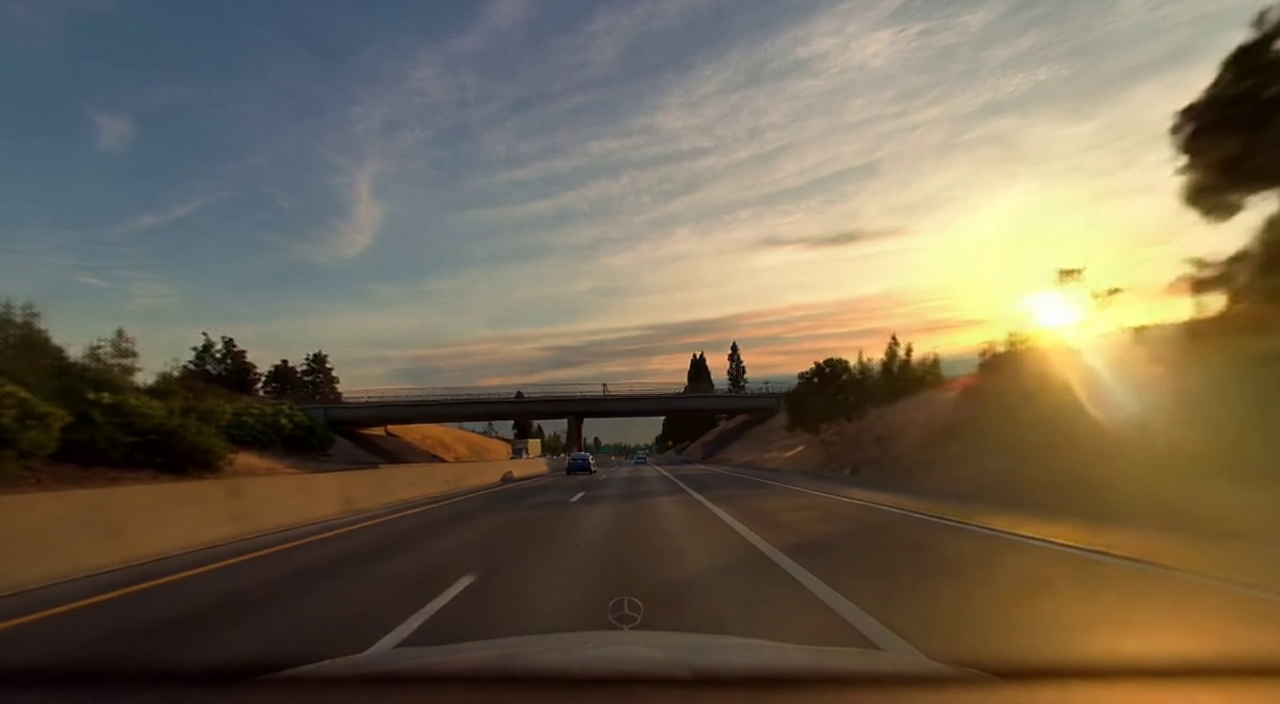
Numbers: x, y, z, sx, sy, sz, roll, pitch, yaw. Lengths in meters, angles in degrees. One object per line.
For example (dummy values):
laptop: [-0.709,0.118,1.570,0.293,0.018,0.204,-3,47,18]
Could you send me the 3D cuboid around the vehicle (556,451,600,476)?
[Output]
vehicle: [-3.813,6.979,39.663,2.293,1.462,4.452,0,-9,0]
